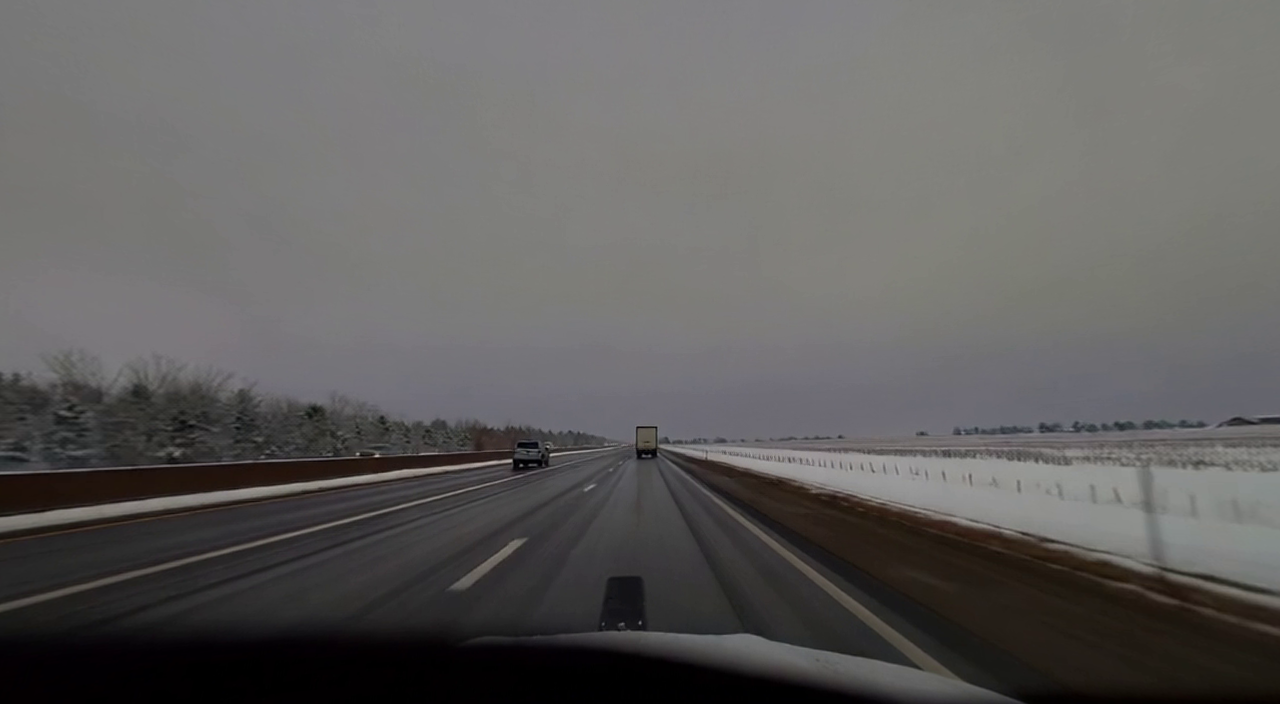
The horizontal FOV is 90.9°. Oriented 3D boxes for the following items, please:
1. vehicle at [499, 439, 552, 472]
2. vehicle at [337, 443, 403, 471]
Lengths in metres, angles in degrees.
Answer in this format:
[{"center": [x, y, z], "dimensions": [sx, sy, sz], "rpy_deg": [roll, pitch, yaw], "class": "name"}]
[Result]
[{"center": [-6.899, 6.300, 38.605], "dimensions": [2.193, 1.866, 4.807], "rpy_deg": [0, -8, 2], "class": "vehicle"}, {"center": [-20.254, 7.873, 47.656], "dimensions": [2.240, 1.947, 6.057], "rpy_deg": [-1, -8, 1], "class": "vehicle"}]
